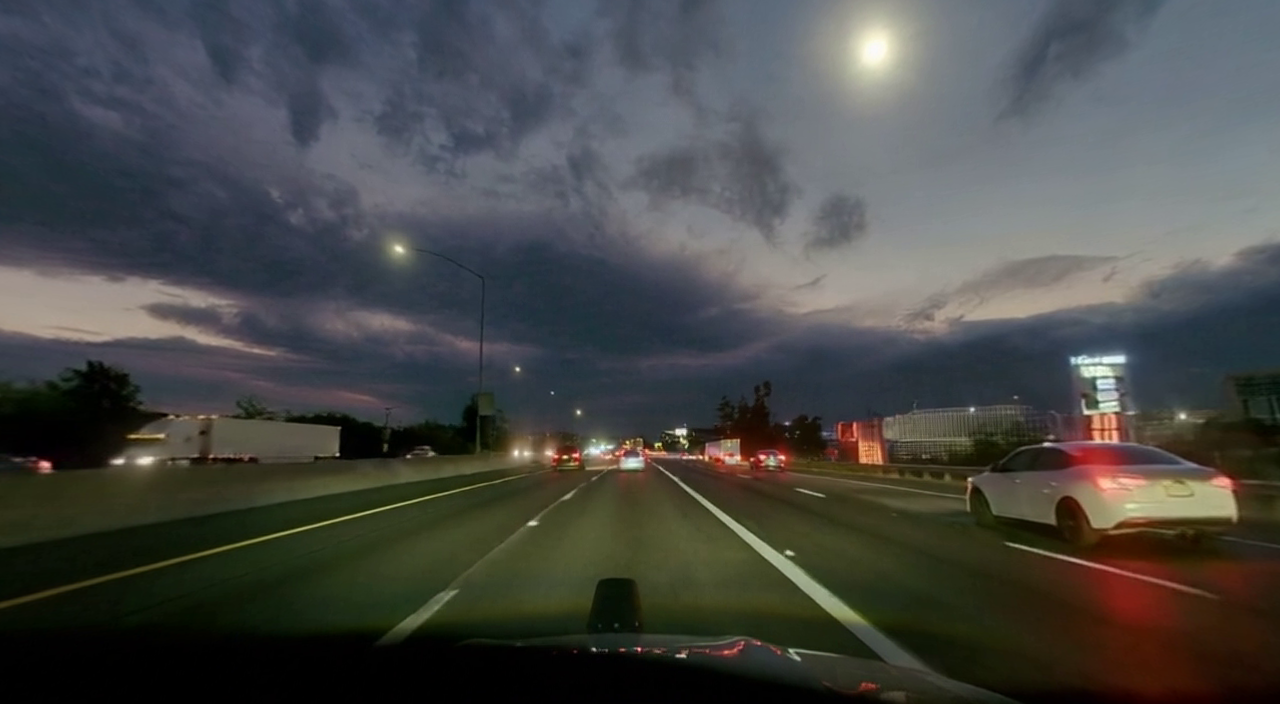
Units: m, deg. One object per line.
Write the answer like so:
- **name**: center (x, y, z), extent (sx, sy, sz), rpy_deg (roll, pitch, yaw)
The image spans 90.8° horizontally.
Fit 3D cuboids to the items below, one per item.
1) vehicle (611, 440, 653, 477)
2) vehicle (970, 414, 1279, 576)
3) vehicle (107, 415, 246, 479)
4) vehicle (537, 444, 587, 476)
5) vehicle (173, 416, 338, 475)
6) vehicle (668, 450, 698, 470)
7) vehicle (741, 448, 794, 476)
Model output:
- **vehicle**: center (-0.374, 5.463, 32.729), extent (2.002, 1.759, 4.658), rpy_deg (0, -9, 0)
- **vehicle**: center (6.683, 1.803, 8.734), extent (1.944, 1.666, 4.184), rpy_deg (0, -9, 0)
- **vehicle**: center (-29.205, 6.033, 40.381), extent (2.921, 3.664, 7.706), rpy_deg (0, -9, 0)
- **vehicle**: center (-4.264, 5.967, 35.235), extent (2.126, 1.631, 4.643), rpy_deg (0, -9, 1)
- **vehicle**: center (-29.347, 7.398, 49.986), extent (2.848, 3.915, 16.523), rpy_deg (0, -9, 0)
- **vehicle**: center (3.066, 7.795, 45.609), extent (1.816, 1.353, 3.809), rpy_deg (0, -9, -1)
- **vehicle**: center (6.823, 5.929, 34.339), extent (1.879, 1.428, 4.402), rpy_deg (0, -9, -1)
